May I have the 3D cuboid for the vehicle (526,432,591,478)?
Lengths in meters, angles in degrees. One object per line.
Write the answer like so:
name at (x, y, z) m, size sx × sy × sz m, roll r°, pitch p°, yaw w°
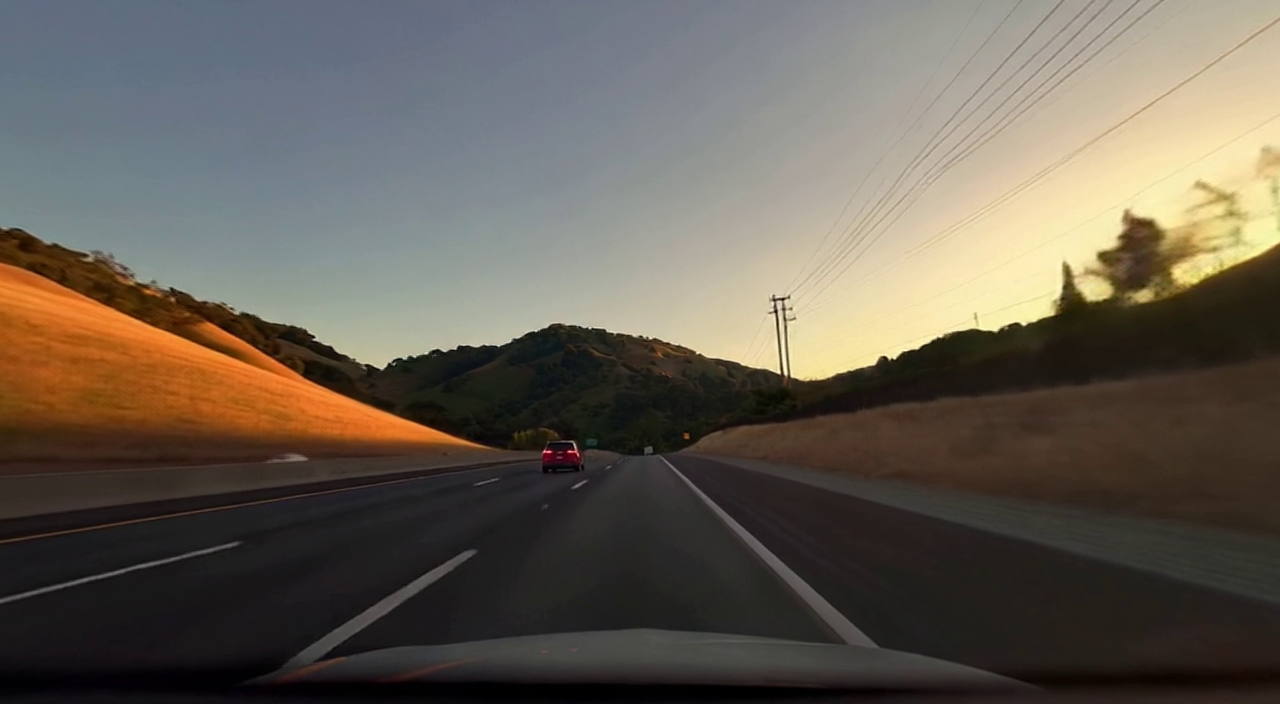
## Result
vehicle at (-3.484, 4.483, 27.768) m, size 2.136 × 1.845 × 4.515 m, roll 0°, pitch -8°, yaw 2°
